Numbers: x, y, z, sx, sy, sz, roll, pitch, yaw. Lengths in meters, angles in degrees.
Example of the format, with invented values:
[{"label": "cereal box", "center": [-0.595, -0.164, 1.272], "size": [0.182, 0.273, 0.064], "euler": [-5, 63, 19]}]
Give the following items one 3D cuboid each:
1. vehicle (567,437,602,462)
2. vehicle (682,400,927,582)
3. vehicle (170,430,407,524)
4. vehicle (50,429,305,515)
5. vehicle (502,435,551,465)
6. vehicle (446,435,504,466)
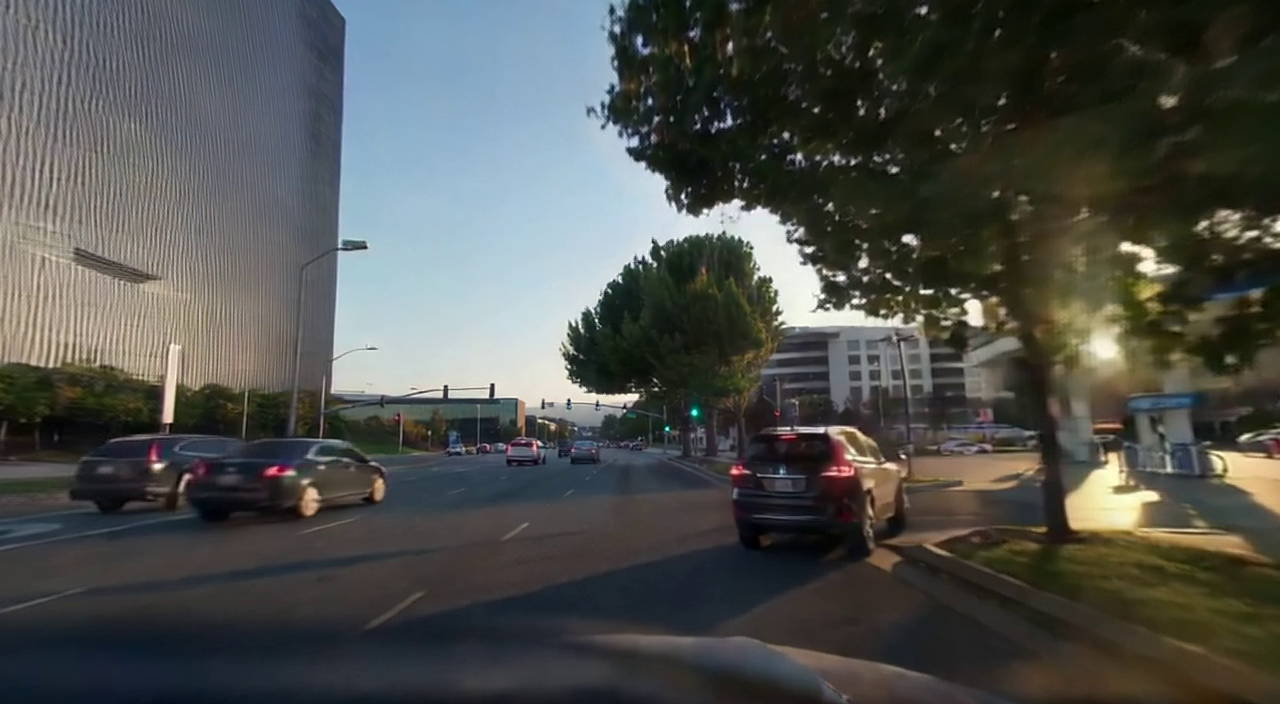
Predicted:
[{"label": "vehicle", "center": [-3.947, 7.022, 45.628], "size": [2.081, 1.698, 4.362], "euler": [0, -8, 1]}, {"label": "vehicle", "center": [2.536, 1.716, 8.697], "size": [2.169, 1.751, 4.613], "euler": [-5, -10, 28]}, {"label": "vehicle", "center": [-6.378, 2.300, 12.185], "size": [1.900, 1.473, 4.425], "euler": [0, -8, 2]}, {"label": "vehicle", "center": [-9.648, 2.520, 13.817], "size": [1.965, 1.541, 4.718], "euler": [0, -8, 1]}, {"label": "vehicle", "center": [-6.638, 5.805, 37.310], "size": [2.018, 1.658, 4.391], "euler": [0, -8, 0]}, {"label": "vehicle", "center": [-9.609, 5.779, 37.036], "size": [2.068, 1.659, 4.509], "euler": [0, -8, 1]}]
